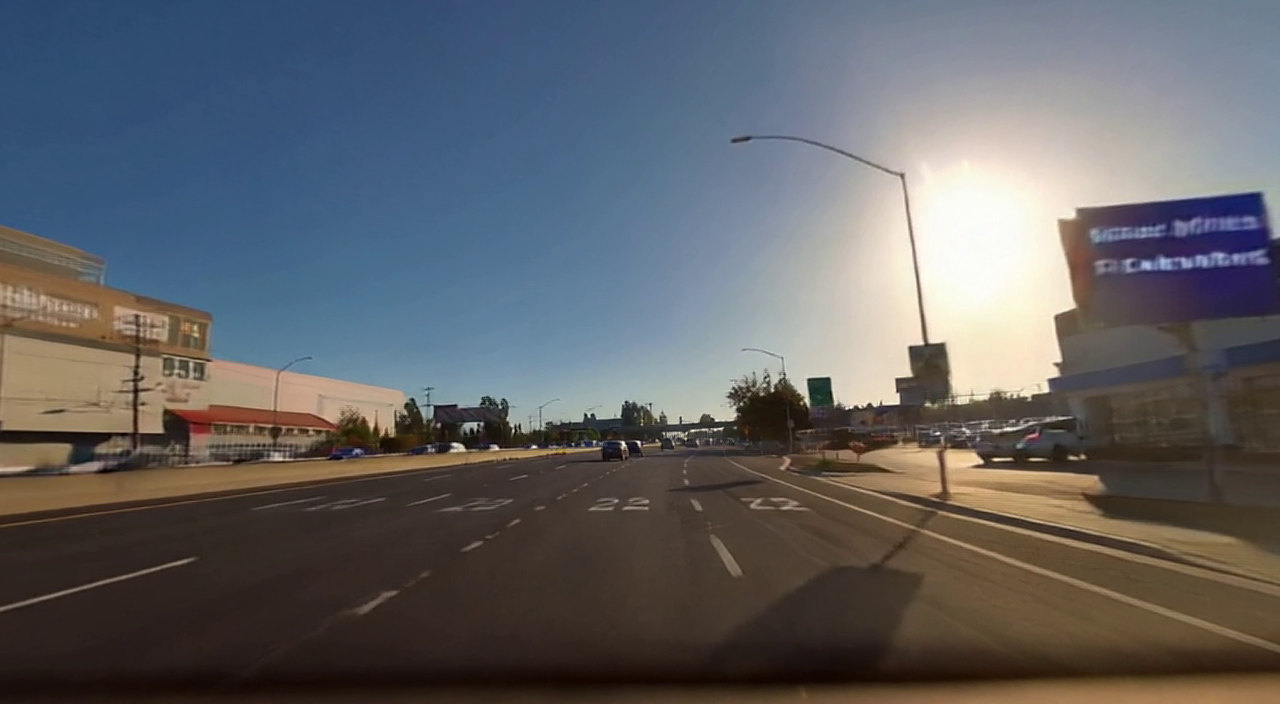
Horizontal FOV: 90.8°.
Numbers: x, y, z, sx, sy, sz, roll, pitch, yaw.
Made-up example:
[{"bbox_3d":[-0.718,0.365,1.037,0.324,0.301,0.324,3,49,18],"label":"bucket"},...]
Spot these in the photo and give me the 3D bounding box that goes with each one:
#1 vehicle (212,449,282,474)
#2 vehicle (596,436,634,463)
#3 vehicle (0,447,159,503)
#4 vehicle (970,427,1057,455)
[{"bbox_3d":[-27.922,7.784,45.059,1.866,1.614,4.396,-1,-8,4],"label":"vehicle"},{"bbox_3d":[-1.669,6.827,44.411,2.139,1.782,4.079,-1,-8,5],"label":"vehicle"},{"bbox_3d":[-18.631,3.919,20.655,1.972,1.610,4.607,-1,-8,3],"label":"vehicle"},{"bbox_3d":[22.607,5.399,38.383,4.317,1.504,1.884,-7,-9,28],"label":"vehicle"}]
